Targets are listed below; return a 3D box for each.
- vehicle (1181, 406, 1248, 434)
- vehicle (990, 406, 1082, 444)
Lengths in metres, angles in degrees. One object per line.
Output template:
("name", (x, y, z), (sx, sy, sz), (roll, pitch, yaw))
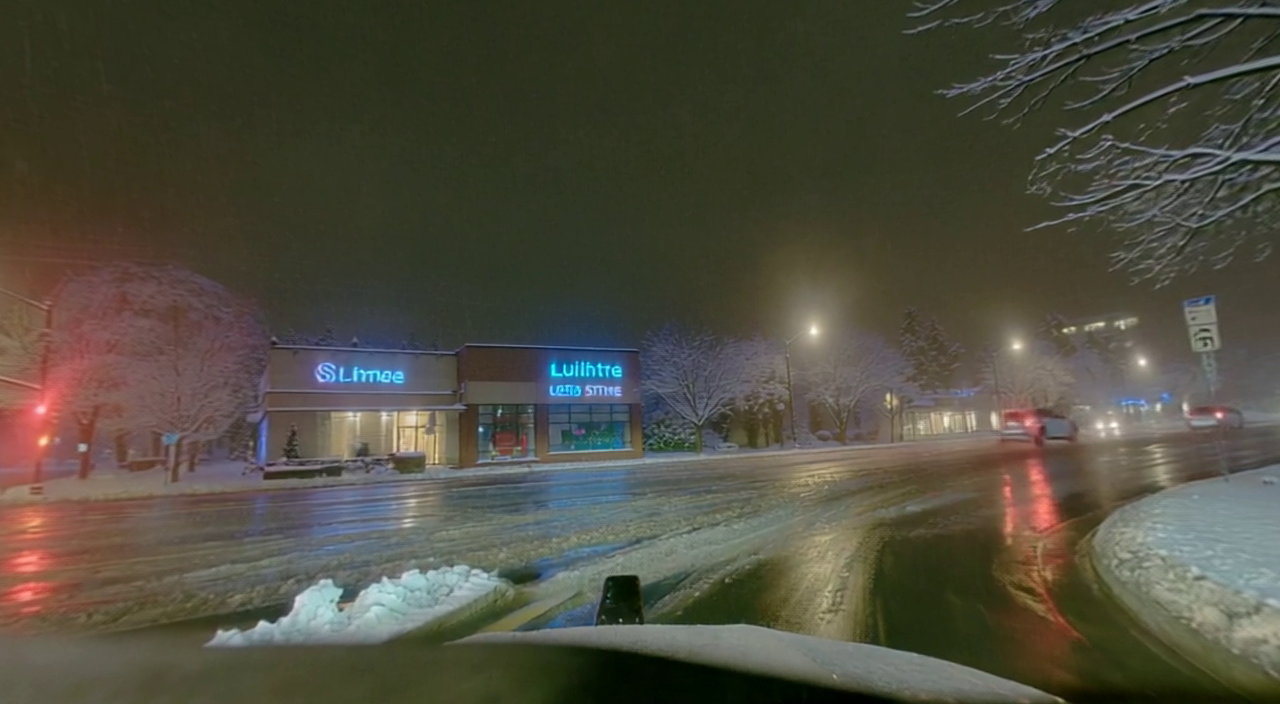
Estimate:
("vehicle", (35.908, 4.291, 39.433), (4.377, 1.624, 1.953), (6, -10, -34))
("vehicle", (20.476, 3.830, 32.614), (4.689, 1.758, 2.146), (5, -10, -33))
